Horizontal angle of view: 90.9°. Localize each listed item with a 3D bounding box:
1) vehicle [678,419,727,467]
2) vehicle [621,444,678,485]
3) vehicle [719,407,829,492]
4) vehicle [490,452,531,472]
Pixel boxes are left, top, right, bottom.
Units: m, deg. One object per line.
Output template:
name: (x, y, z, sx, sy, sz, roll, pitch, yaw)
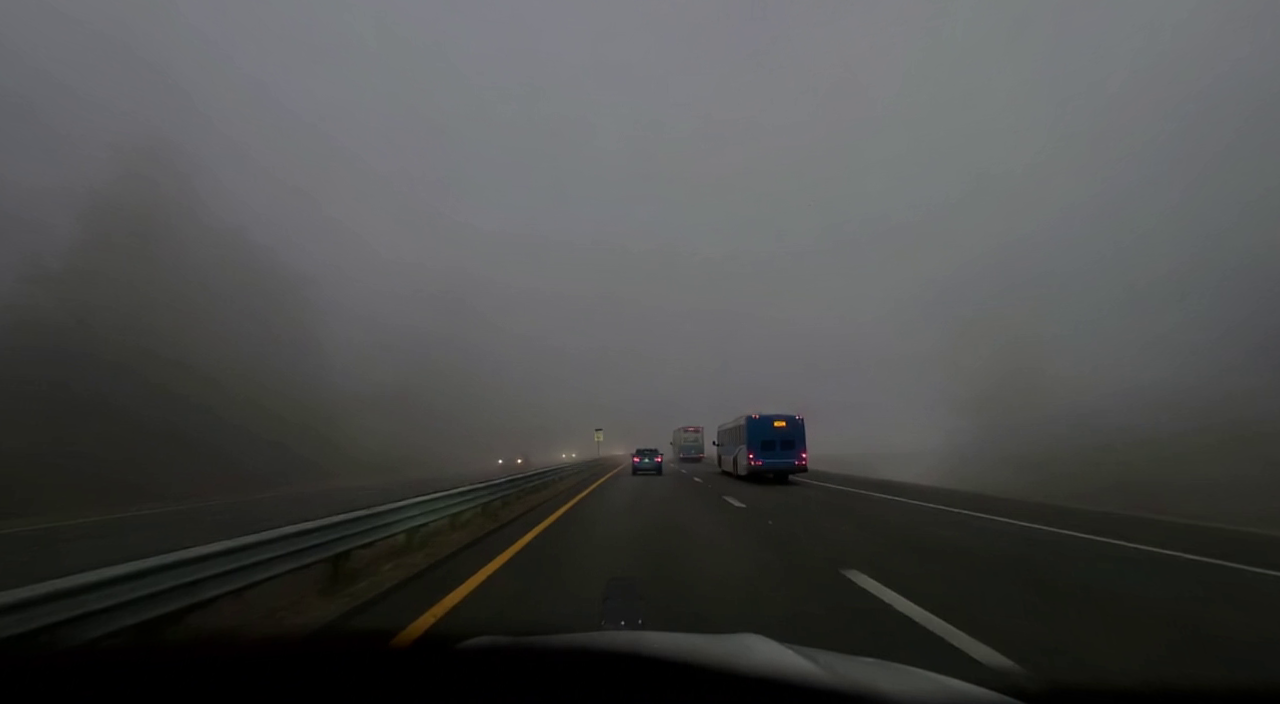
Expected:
vehicle: (4.623, 7.026, 48.297, 2.883, 3.358, 7.942, 0, -9, -1)
vehicle: (0.355, 4.301, 24.373, 2.004, 1.449, 3.817, 0, -9, 0)
vehicle: (4.433, 3.412, 22.098, 2.440, 2.555, 5.957, 0, -9, -1)
vehicle: (-10.092, 8.621, 49.544, 2.076, 1.459, 4.477, 0, -9, 2)
